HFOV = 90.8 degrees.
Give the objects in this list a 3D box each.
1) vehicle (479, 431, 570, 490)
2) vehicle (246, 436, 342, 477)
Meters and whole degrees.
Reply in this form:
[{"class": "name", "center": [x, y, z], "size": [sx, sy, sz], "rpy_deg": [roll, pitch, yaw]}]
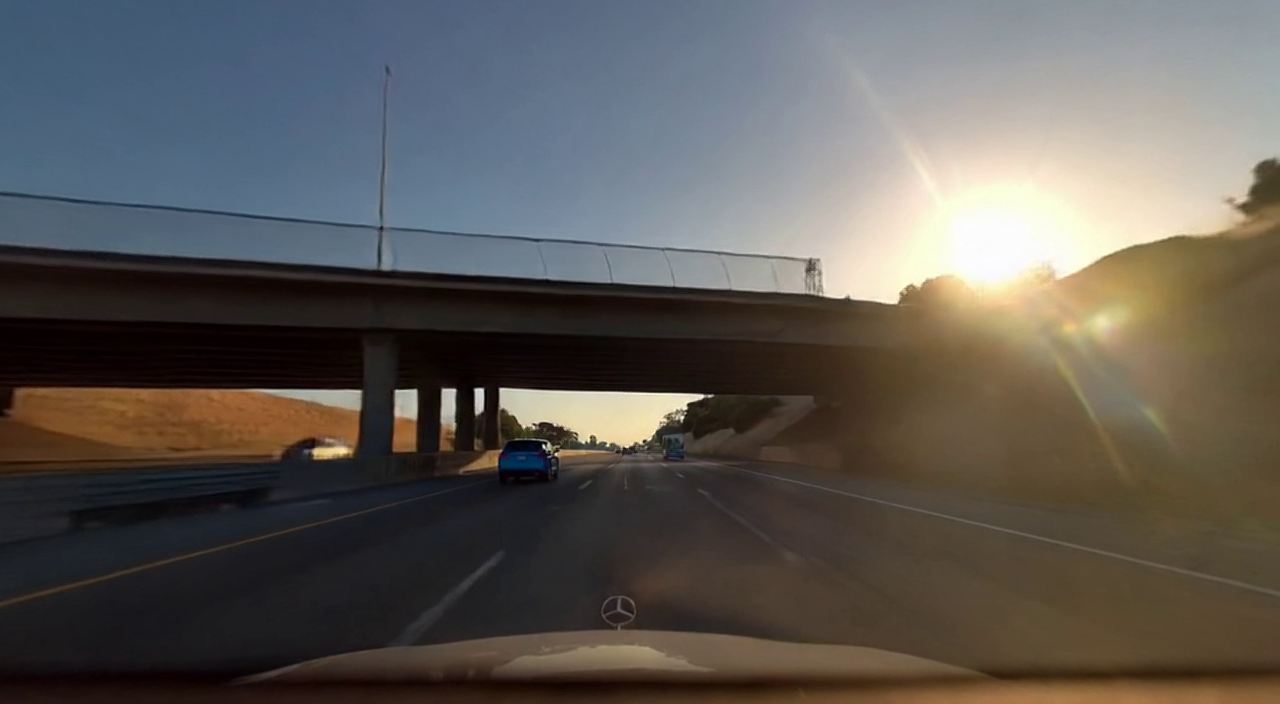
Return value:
[{"class": "vehicle", "center": [-3.853, 3.739, 22.085], "size": [2.205, 1.773, 5.124], "rpy_deg": [0, -9, 0]}, {"class": "vehicle", "center": [-19.006, 5.774, 35.079], "size": [2.458, 2.103, 5.026], "rpy_deg": [0, -9, 0]}]
